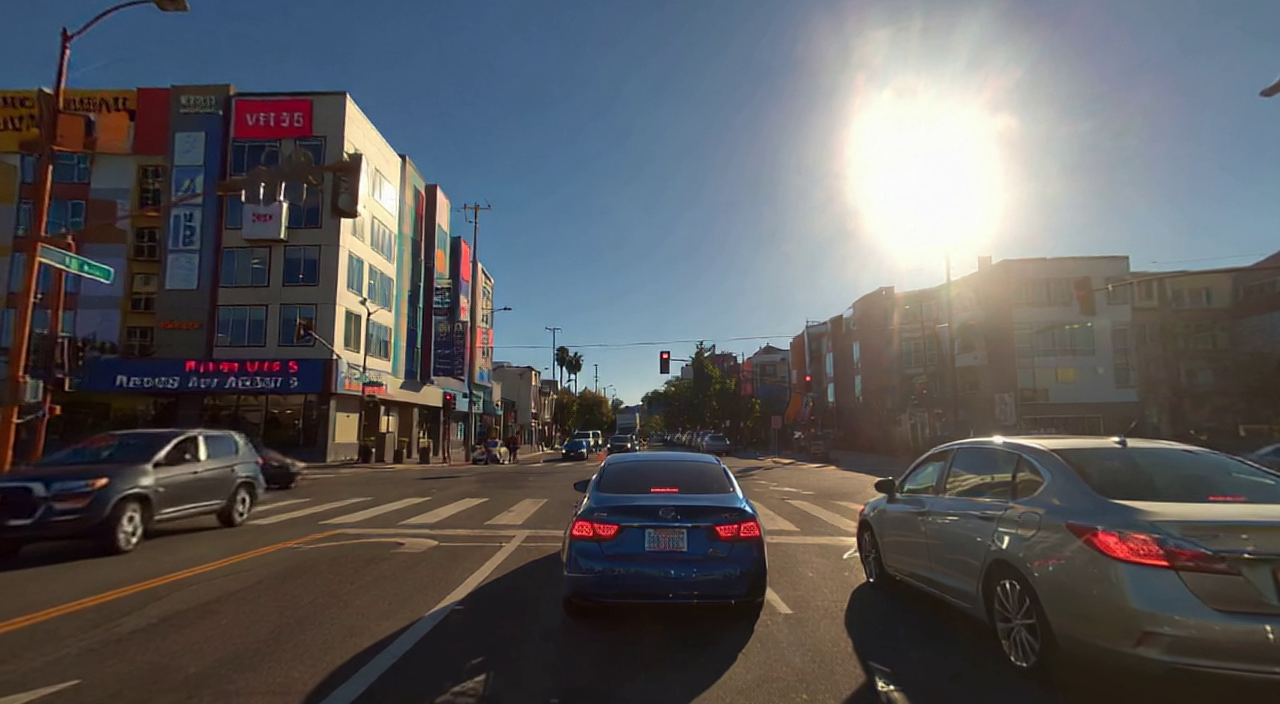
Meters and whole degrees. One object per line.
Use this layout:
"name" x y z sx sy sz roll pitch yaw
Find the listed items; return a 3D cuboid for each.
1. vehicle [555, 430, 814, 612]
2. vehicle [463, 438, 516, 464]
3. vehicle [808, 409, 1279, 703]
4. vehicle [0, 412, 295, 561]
"vehicle" 0.282 1.693 7.283 2.132 1.464 4.089 0 -8 -3
"vehicle" -9.733 6.428 41.022 2.030 1.596 3.912 -1 -9 8
"vehicle" 2.811 1.289 4.570 1.961 1.498 4.356 0 -8 0
"vehicle" -8.529 2.156 11.076 2.338 1.889 5.998 1 -8 -9
